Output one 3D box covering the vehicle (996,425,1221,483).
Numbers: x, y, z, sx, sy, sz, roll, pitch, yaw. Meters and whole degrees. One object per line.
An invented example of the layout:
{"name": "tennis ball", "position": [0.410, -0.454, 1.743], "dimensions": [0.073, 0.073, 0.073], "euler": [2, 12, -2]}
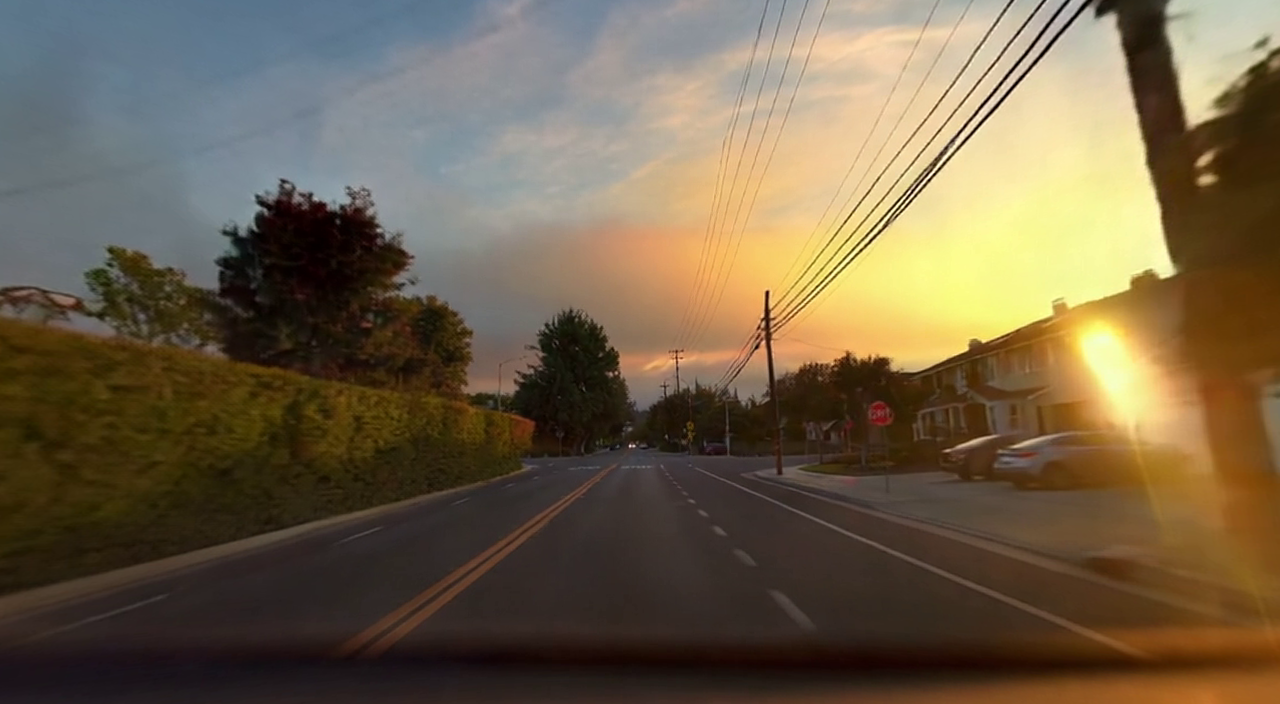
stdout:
{"name": "vehicle", "position": [12.761, 2.799, 17.459], "dimensions": [4.650, 1.484, 1.929], "euler": [0, -8, -1]}
